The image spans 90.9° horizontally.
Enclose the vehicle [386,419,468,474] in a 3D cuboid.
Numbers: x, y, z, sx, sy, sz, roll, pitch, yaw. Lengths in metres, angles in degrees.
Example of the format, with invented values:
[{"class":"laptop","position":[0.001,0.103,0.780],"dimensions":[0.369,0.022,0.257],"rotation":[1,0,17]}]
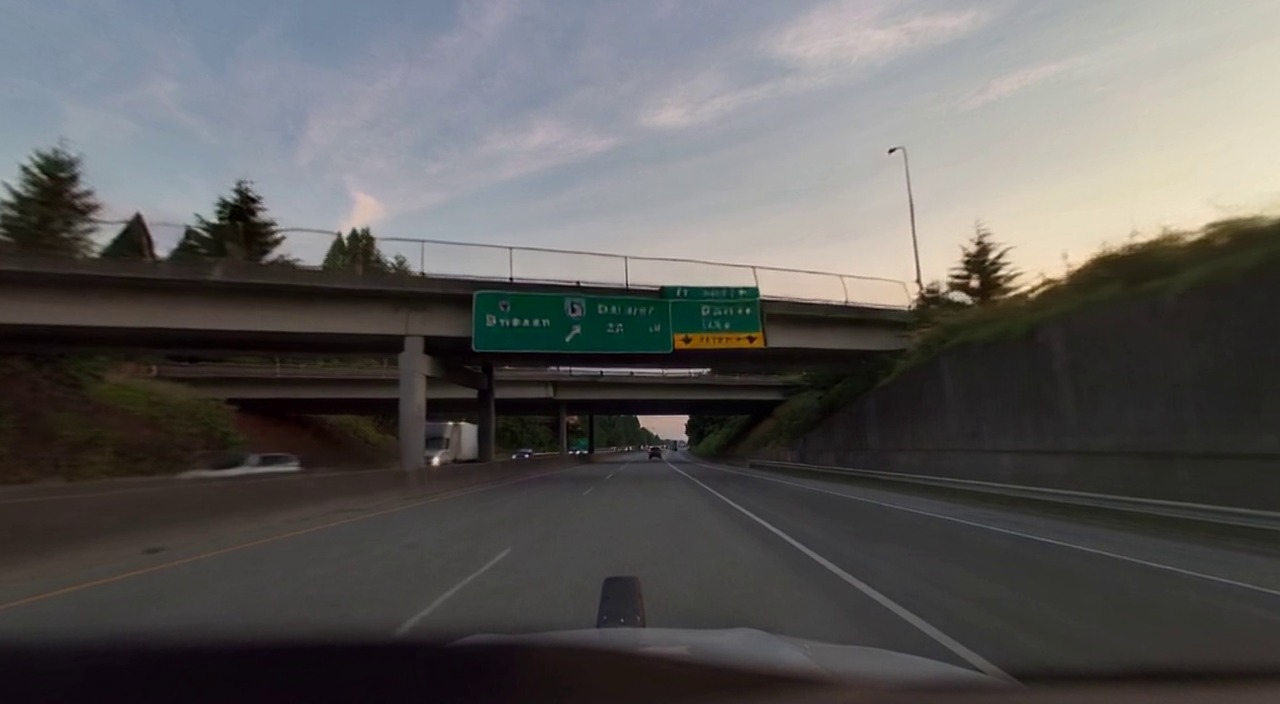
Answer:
[{"class":"vehicle","position":[-16.459,7.455,49.643],"dimensions":[2.898,3.875,9.397],"rotation":[0,-9,1]}]

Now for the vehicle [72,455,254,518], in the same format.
[{"class":"vehicle","position":[-12.751,3.584,17.226],"dimensions":[1.868,1.451,3.891],"rotation":[0,-9,1]}]
